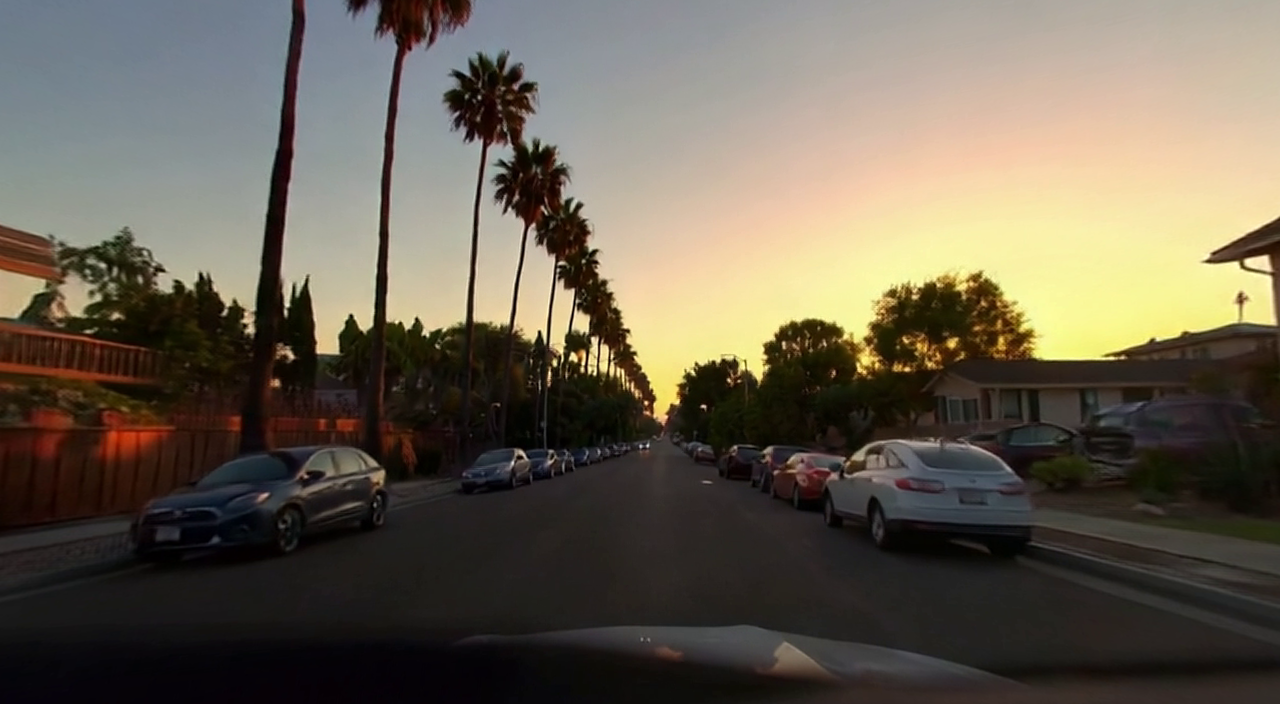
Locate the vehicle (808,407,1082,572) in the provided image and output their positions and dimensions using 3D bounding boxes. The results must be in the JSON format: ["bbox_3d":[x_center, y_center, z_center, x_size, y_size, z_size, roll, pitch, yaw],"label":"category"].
[{"bbox_3d":[4.203,2.022,9.823,1.964,1.889,4.708,1,-10,1],"label":"vehicle"}]

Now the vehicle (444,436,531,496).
[{"bbox_3d":[-5.221,4.006,22.267,1.947,1.803,4.381,-2,-10,0],"label":"vehicle"}]

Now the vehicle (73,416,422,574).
[{"bbox_3d":[-5.506,2.129,10.035,2.020,1.819,5.168,-1,-10,2],"label":"vehicle"}]

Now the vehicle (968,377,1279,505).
[{"bbox_3d":[10.856,2.040,14.436,5.235,1.985,2.187,-8,-9,4],"label":"vehicle"}]
